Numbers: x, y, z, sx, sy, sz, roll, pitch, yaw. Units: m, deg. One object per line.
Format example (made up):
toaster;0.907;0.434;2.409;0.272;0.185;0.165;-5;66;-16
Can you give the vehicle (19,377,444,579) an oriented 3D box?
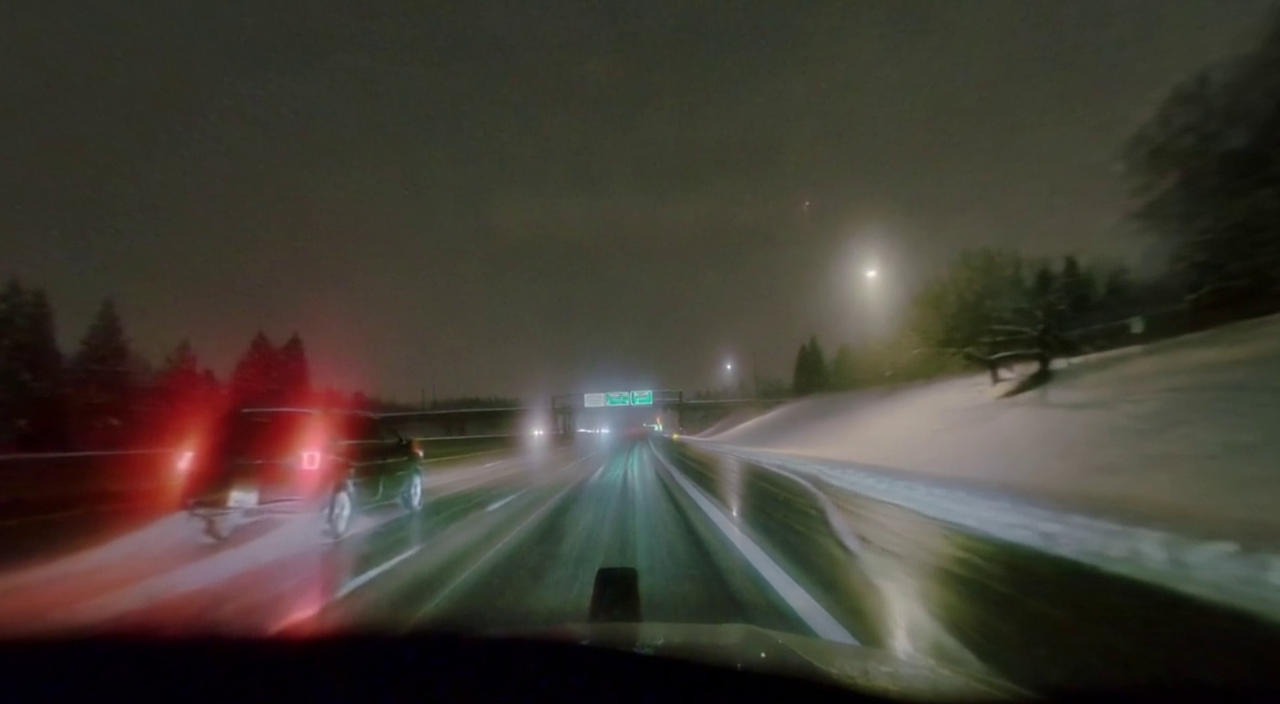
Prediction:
vehicle;-4.269;1.406;7.872;2.153;1.730;4.772;0;-8;-1
